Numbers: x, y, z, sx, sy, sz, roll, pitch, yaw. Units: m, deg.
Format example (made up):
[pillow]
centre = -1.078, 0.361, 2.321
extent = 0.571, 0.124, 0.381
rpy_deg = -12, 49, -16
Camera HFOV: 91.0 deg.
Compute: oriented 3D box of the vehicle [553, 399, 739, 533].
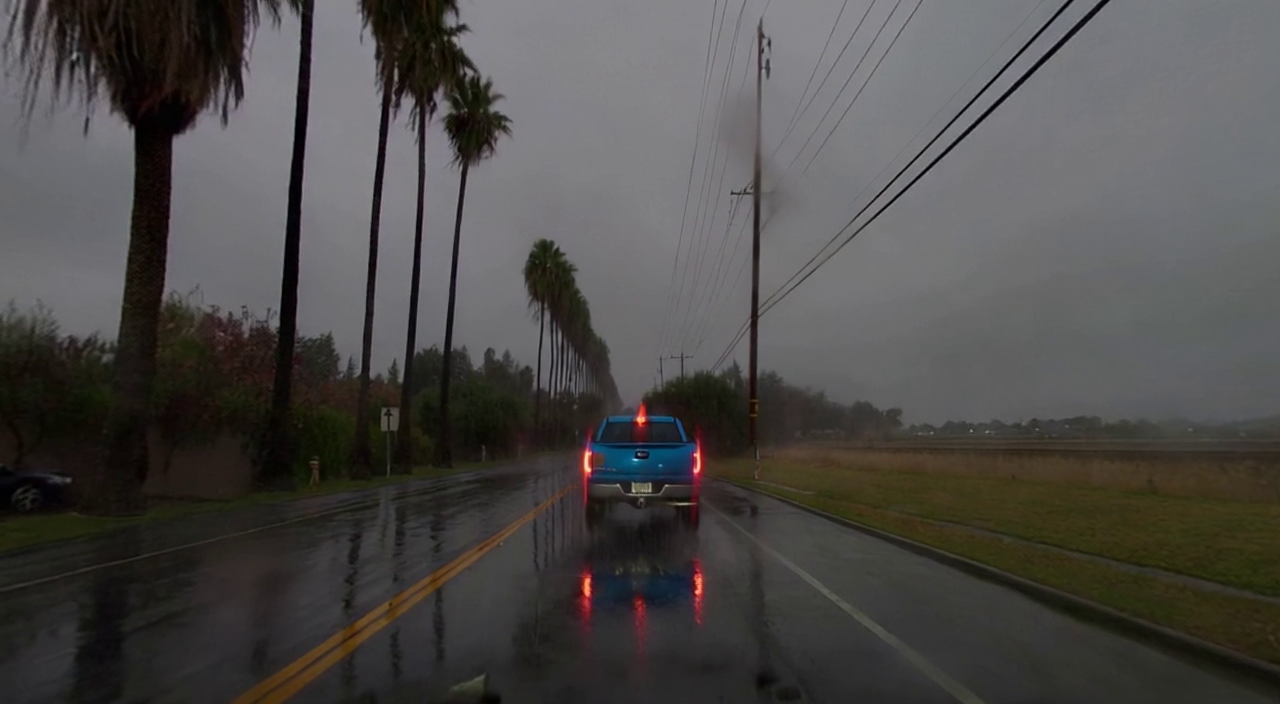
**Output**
[vehicle]
centre = 0.047, 2.159, 12.501
extent = 2.803, 2.005, 5.885
rpy_deg = 0, -8, -1
